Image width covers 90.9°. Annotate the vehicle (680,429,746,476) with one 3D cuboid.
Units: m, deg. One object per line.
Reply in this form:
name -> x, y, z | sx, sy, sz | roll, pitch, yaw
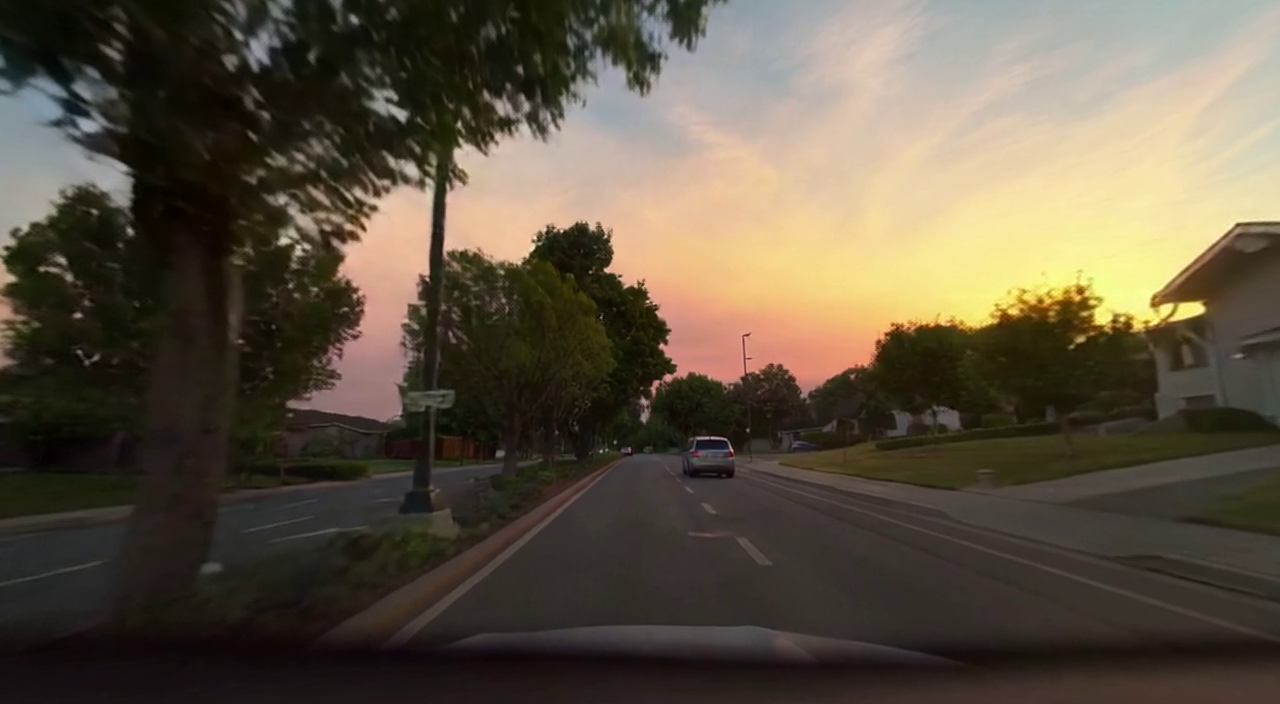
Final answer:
vehicle -> 2.967, 4.227, 26.646 | 2.180, 1.773, 4.639 | 0, -8, 0
